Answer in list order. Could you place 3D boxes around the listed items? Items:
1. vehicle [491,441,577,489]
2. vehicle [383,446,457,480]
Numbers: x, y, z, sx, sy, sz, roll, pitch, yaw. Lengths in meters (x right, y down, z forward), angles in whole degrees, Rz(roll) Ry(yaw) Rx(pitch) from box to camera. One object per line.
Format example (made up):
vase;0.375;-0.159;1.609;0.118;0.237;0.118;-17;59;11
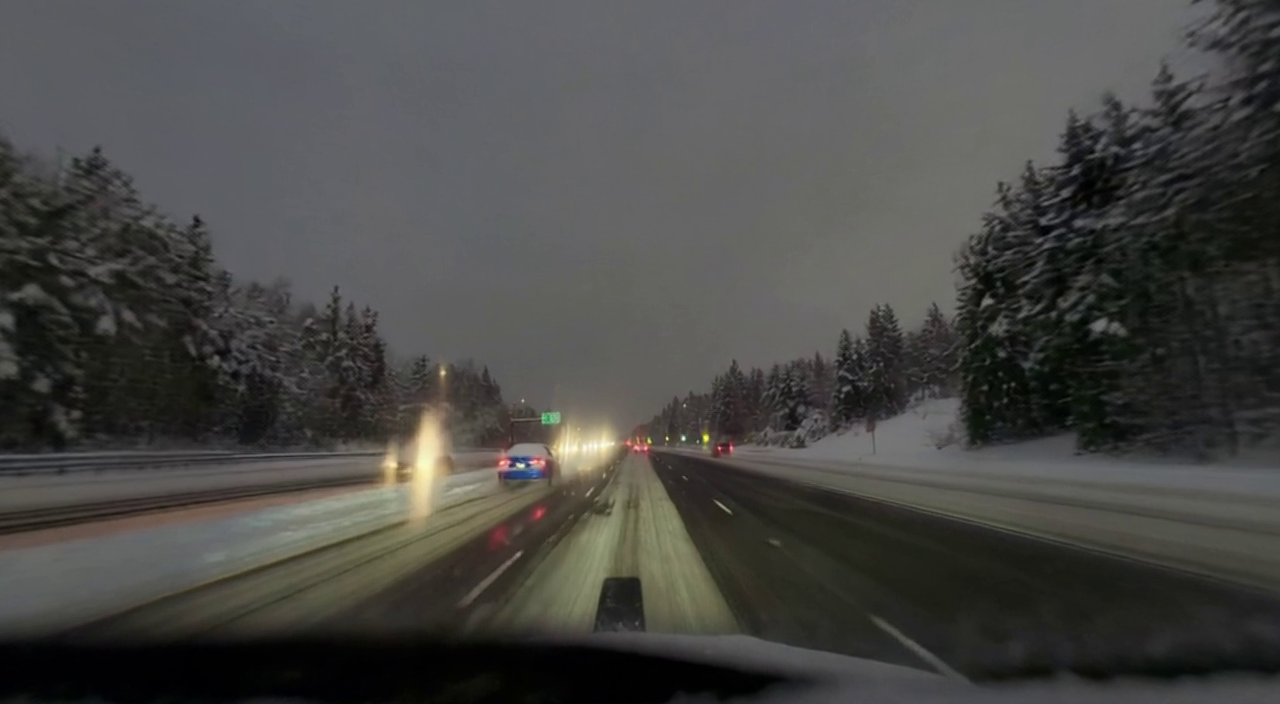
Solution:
vehicle;-3.630;3.972;22.510;2.162;1.493;4.583;0;-8;1
vehicle;-10.543;5.317;30.549;1.885;1.527;4.459;0;-9;1
